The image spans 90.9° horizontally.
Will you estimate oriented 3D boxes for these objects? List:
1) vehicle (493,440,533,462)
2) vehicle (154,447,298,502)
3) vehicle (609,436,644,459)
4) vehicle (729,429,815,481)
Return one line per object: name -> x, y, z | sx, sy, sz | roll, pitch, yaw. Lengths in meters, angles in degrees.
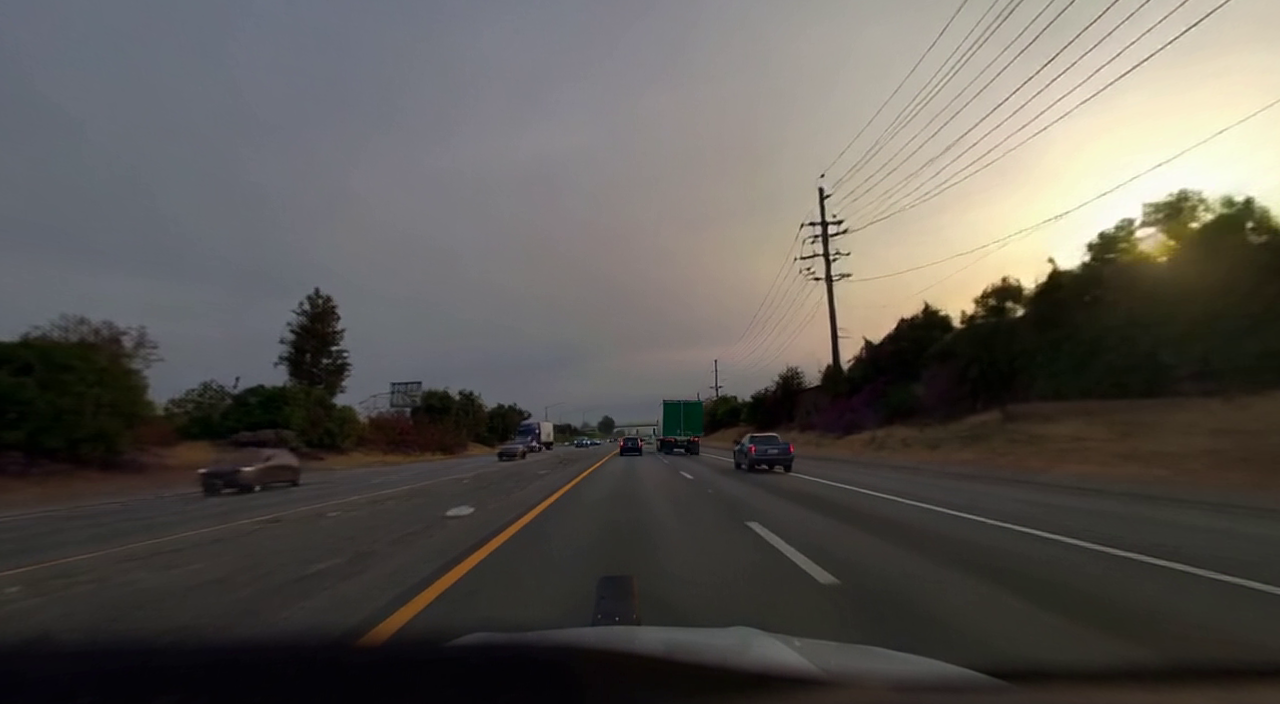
vehicle -> -9.027, 7.049, 45.193 | 1.915, 1.484, 4.561 | 0, -7, 0
vehicle -> -13.379, 3.936, 20.784 | 1.837, 1.523, 4.377 | 0, -7, -1
vehicle -> -0.871, 6.235, 41.349 | 2.163, 1.466, 3.693 | 0, -7, -1
vehicle -> 4.320, 3.396, 21.247 | 1.930, 1.573, 3.853 | 0, -7, -2
